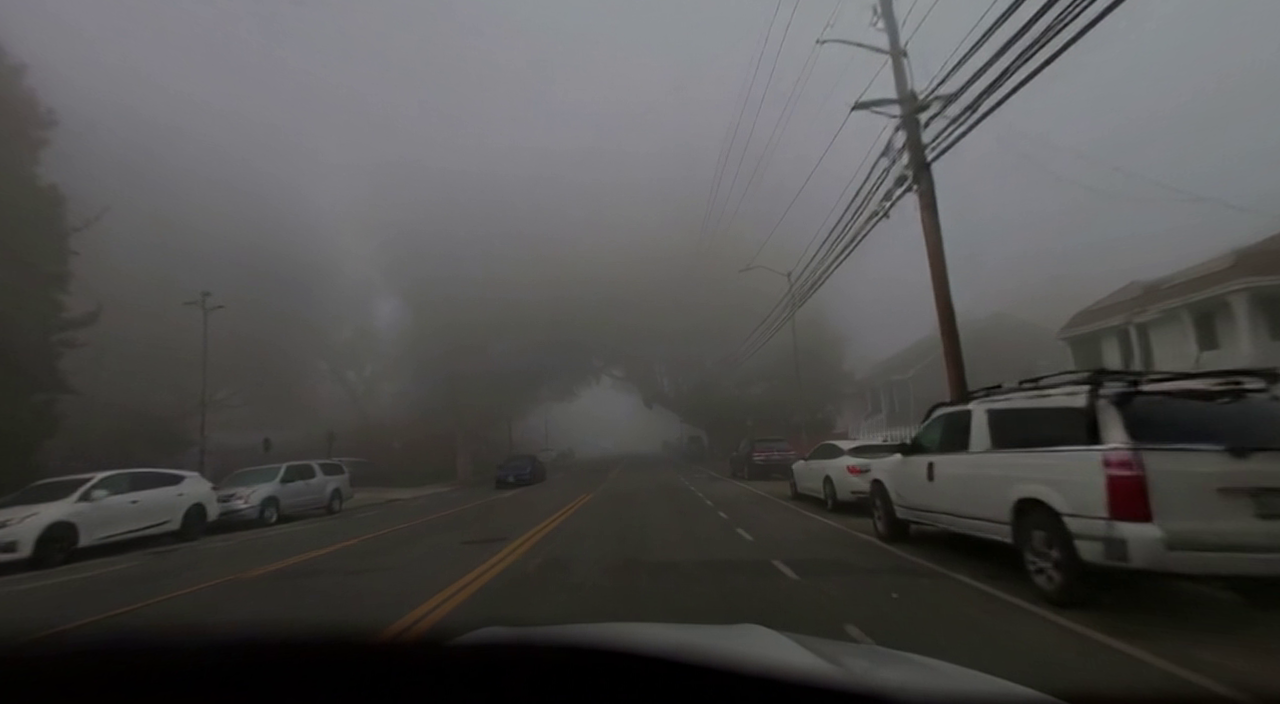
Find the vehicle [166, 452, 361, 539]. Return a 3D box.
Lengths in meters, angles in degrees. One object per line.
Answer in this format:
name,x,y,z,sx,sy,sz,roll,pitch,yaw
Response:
vehicle,-10.765,4.075,18.816,2.282,2.060,5.738,0,-8,0

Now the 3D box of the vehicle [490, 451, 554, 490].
vehicle,-5.333,5.396,29.113,1.948,1.502,4.434,-3,-8,1

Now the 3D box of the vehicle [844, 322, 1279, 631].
vehicle,4.437,1.246,7.251,2.330,2.160,5.550,0,-8,0

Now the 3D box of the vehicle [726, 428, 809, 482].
vehicle,4.626,3.818,23.655,1.980,1.773,4.853,0,-8,-1

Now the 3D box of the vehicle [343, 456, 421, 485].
vehicle,-18.472,8.443,45.339,4.676,1.846,1.967,8,-11,-43

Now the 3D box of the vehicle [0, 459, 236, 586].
vehicle,-11.051,3.164,12.730,2.089,1.837,5.499,-1,-8,1
